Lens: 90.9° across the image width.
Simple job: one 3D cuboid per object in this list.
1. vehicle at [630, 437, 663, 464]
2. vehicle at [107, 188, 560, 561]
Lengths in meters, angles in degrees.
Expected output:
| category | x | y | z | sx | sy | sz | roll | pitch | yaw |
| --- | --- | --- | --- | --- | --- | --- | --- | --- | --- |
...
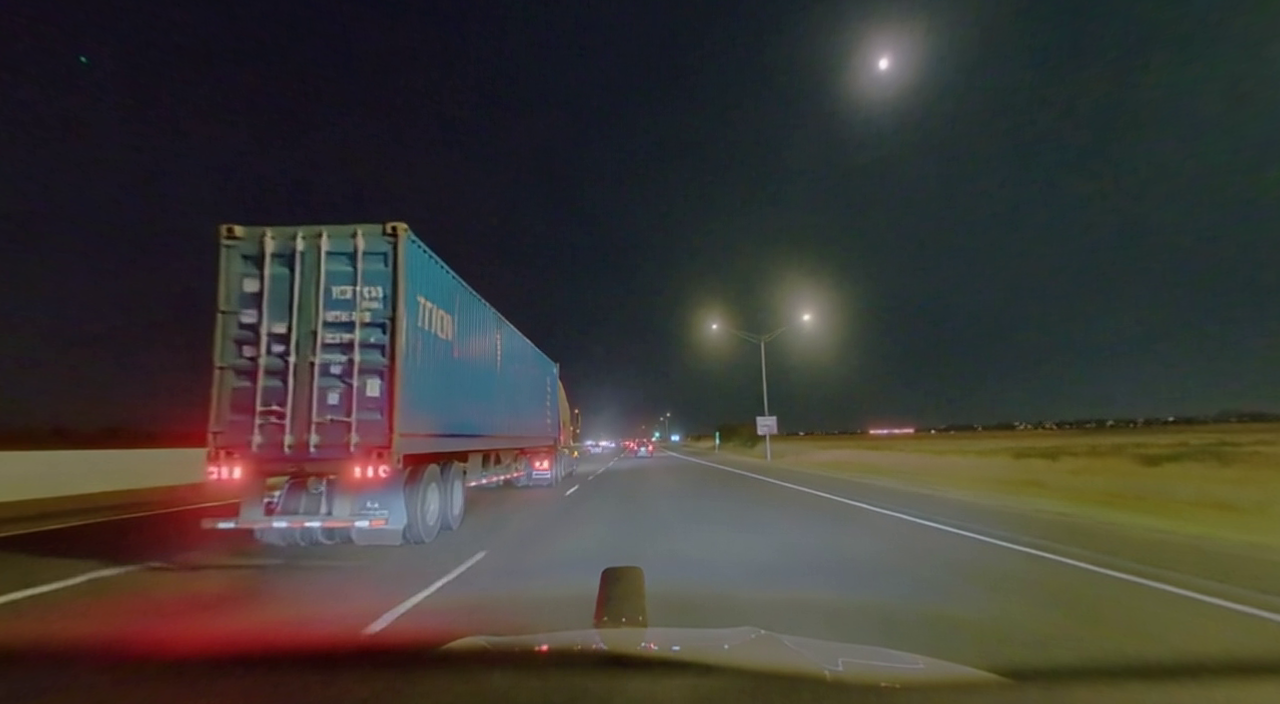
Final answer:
| category | x | y | z | sx | sy | sz | roll | pitch | yaw |
| --- | --- | --- | --- | --- | --- | --- | --- | --- | --- |
| vehicle | 0.422 | 6.644 | 42.843 | 2.136 | 1.718 | 4.157 | 0 | -8 | 0 |
| vehicle | -4.044 | 1.135 | 13.430 | 2.840 | 4.032 | 13.388 | 0 | -8 | 1 |
